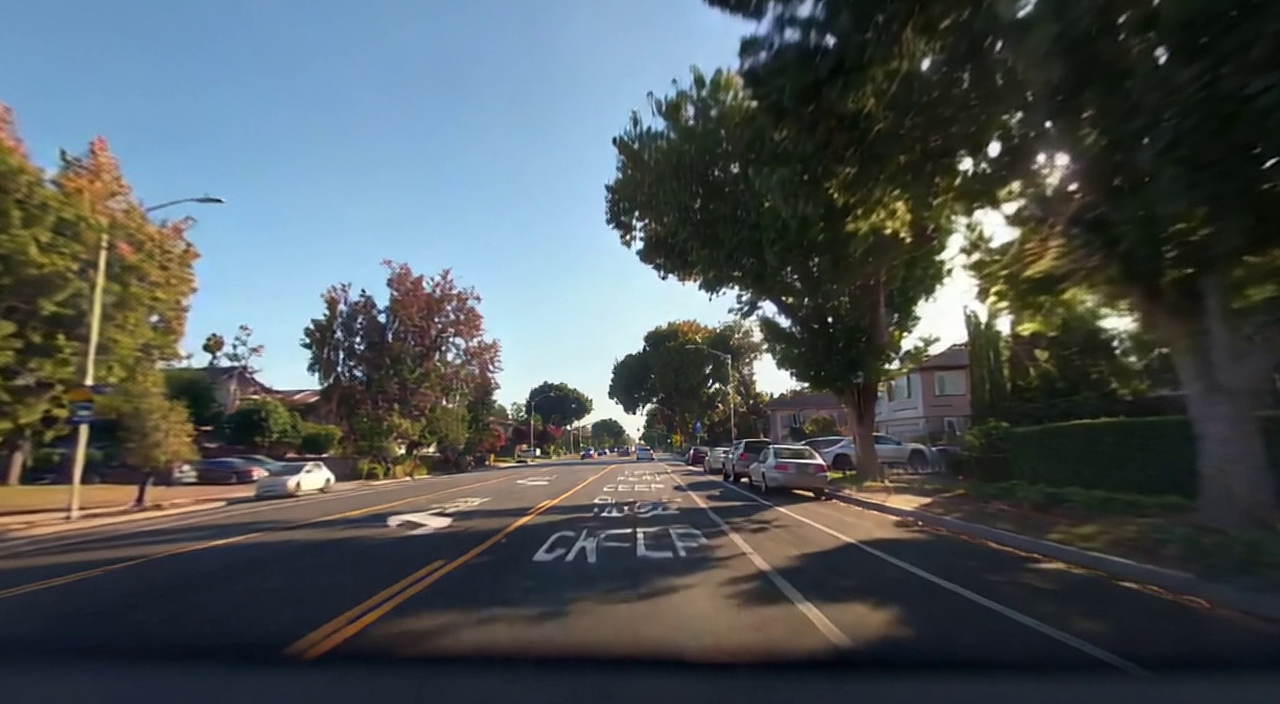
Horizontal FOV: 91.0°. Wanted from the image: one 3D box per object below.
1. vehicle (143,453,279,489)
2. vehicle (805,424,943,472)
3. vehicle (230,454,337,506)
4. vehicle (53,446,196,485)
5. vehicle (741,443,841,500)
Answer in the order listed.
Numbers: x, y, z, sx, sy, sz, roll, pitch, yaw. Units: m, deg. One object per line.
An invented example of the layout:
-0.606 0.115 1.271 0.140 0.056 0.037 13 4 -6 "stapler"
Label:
-19.646 5.456 29.001 4.833 1.500 1.896 0 -8 -1 "vehicle"
10.970 4.527 29.813 5.561 1.953 2.150 -2 -8 -1 "vehicle"
-12.892 4.614 23.057 1.879 1.491 3.678 -3 -7 -1 "vehicle"
-25.341 5.581 31.090 5.153 1.806 2.136 0 -8 1 "vehicle"
4.405 3.536 19.078 1.918 1.510 4.323 0 -8 0 "vehicle"
